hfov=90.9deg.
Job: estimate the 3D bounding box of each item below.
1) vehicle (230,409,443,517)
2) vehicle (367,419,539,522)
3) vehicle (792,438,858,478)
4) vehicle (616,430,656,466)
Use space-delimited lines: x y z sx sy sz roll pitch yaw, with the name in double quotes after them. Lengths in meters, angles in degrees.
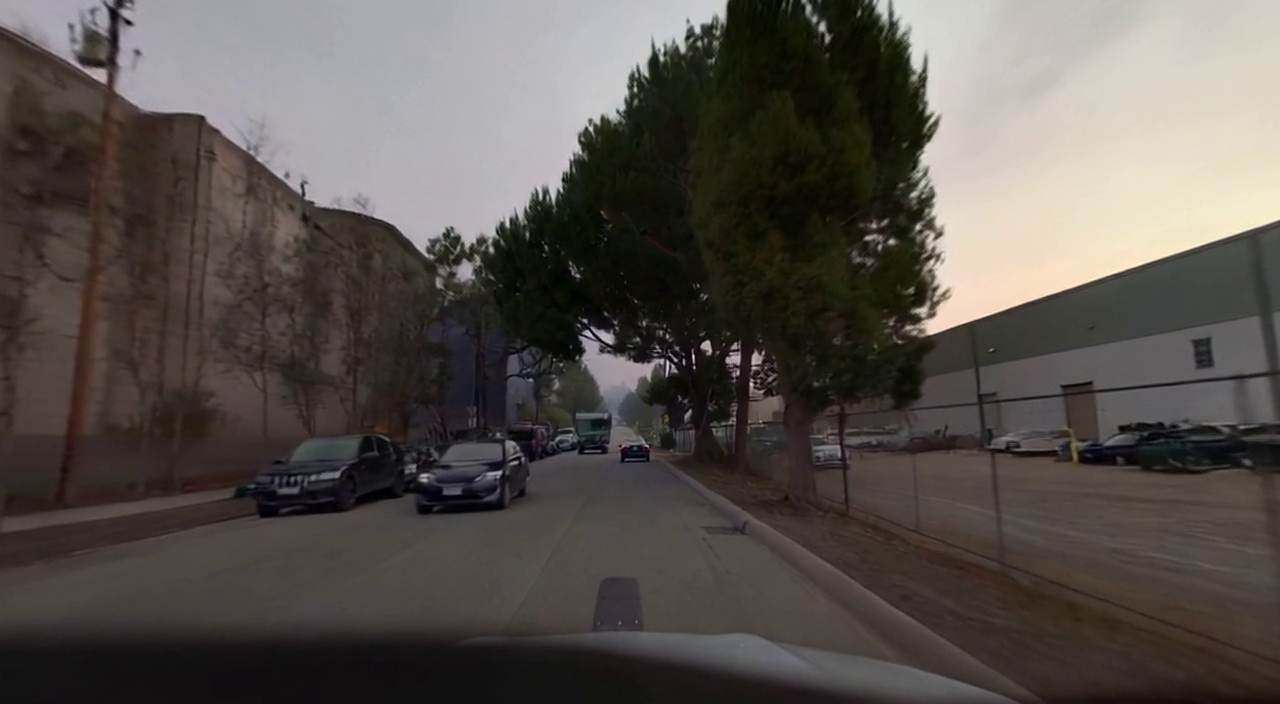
-6.420 2.473 14.296 2.139 1.943 5.295 -1 -9 1 "vehicle"
-3.472 2.270 12.747 2.157 1.703 4.310 0 -8 0 "vehicle"
8.248 4.713 28.432 1.874 1.669 4.083 0 -8 2 "vehicle"
-0.240 5.401 35.638 2.152 1.874 4.042 0 -8 -1 "vehicle"
